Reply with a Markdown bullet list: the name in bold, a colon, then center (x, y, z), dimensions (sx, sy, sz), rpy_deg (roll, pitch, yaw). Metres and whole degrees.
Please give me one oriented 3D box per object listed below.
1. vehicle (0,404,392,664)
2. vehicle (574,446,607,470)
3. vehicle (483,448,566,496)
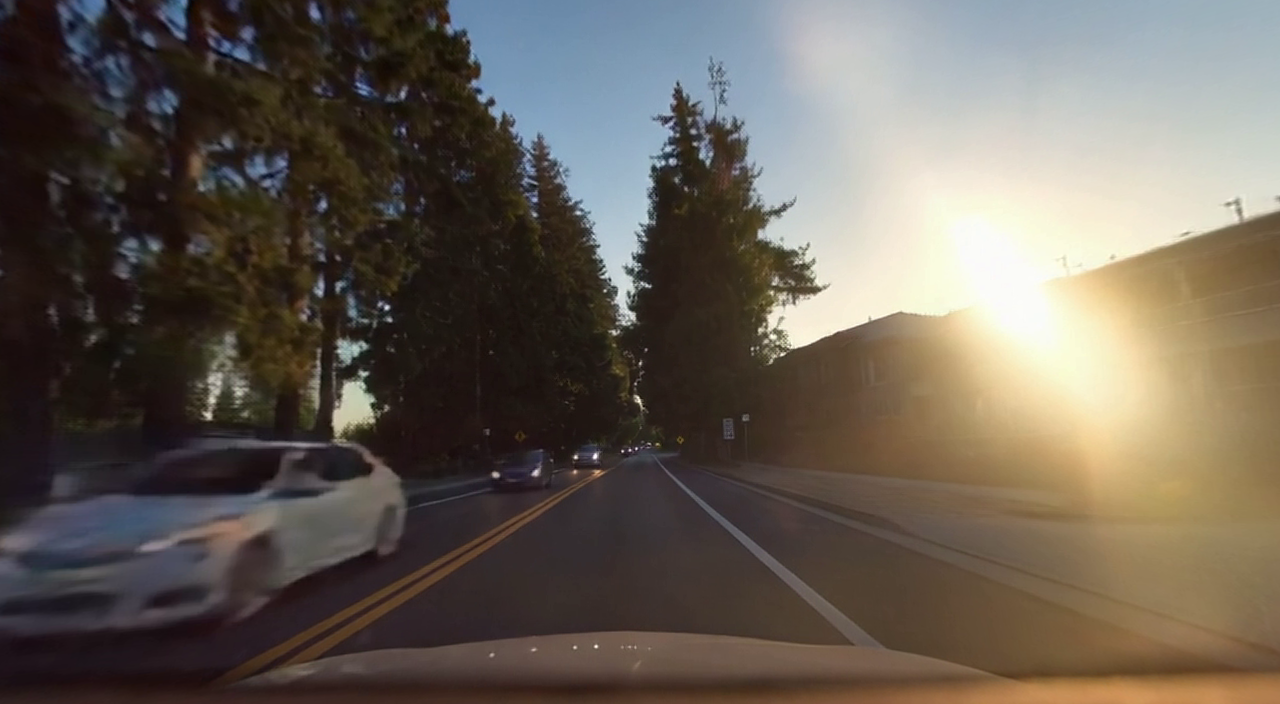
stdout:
- **vehicle**: center (-4.439, 1.534, 6.431), dimensions (1.984, 1.705, 4.346), rpy_deg (0, -9, 1)
- **vehicle**: center (-3.807, 8.243, 49.381), dimensions (2.124, 1.754, 4.791), rpy_deg (0, -9, 1)
- **vehicle**: center (-3.941, 4.159, 22.341), dimensions (2.031, 1.477, 4.450), rpy_deg (0, -9, 1)
